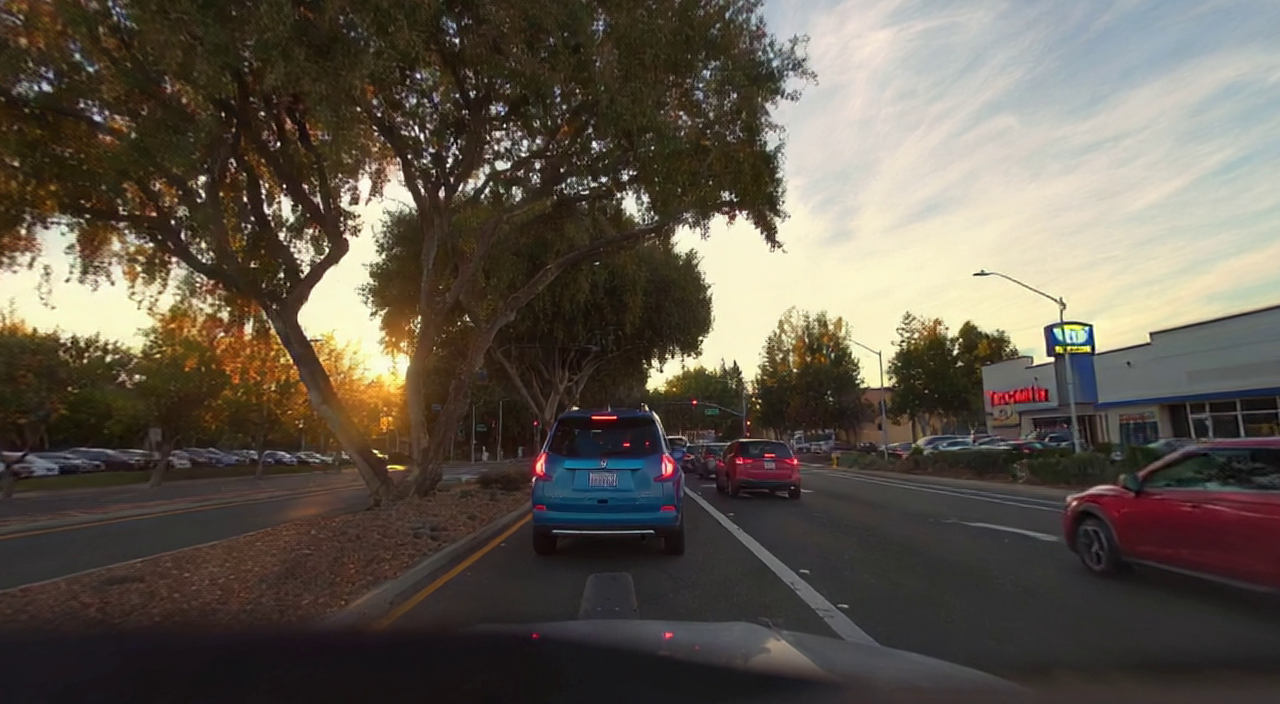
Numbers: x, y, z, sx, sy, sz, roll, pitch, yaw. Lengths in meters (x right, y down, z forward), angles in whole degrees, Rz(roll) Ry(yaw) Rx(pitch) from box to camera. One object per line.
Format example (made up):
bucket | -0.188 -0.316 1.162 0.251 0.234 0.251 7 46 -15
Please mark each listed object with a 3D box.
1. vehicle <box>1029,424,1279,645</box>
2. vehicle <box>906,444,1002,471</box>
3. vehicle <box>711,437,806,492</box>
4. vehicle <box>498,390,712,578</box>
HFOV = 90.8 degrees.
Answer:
vehicle | 5.300 1.300 4.702 1.930 1.478 4.643 0 -9 1
vehicle | 17.201 5.776 34.767 4.290 1.427 1.751 0 -9 2
vehicle | 3.691 3.612 20.707 2.098 1.555 4.778 0 -9 -1
vehicle | -0.303 1.646 8.639 2.096 1.837 4.687 0 -9 1
